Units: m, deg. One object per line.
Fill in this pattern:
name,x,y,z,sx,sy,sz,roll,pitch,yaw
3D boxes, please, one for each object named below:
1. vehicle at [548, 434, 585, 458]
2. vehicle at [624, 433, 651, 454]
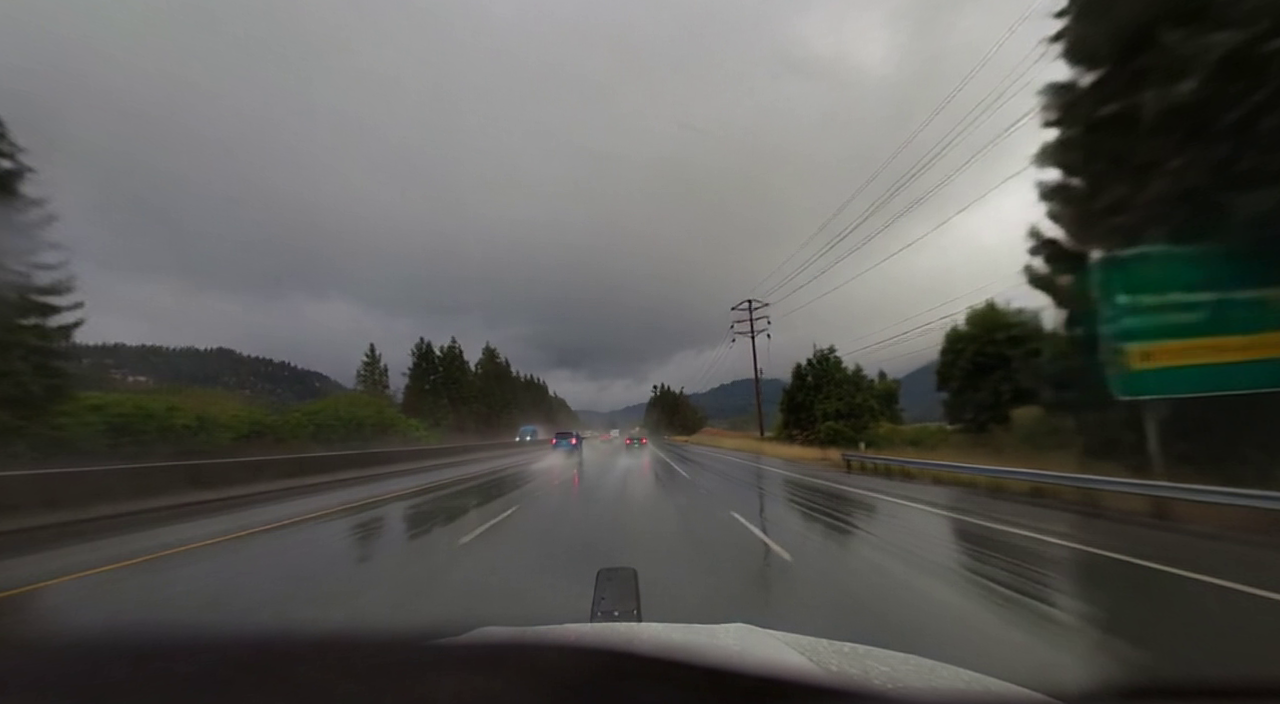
vehicle,-4.631,5.948,40.124,1.911,1.477,3.807,0,-8,0
vehicle,-0.227,6.807,46.843,1.890,1.472,3.716,0,-8,-1
